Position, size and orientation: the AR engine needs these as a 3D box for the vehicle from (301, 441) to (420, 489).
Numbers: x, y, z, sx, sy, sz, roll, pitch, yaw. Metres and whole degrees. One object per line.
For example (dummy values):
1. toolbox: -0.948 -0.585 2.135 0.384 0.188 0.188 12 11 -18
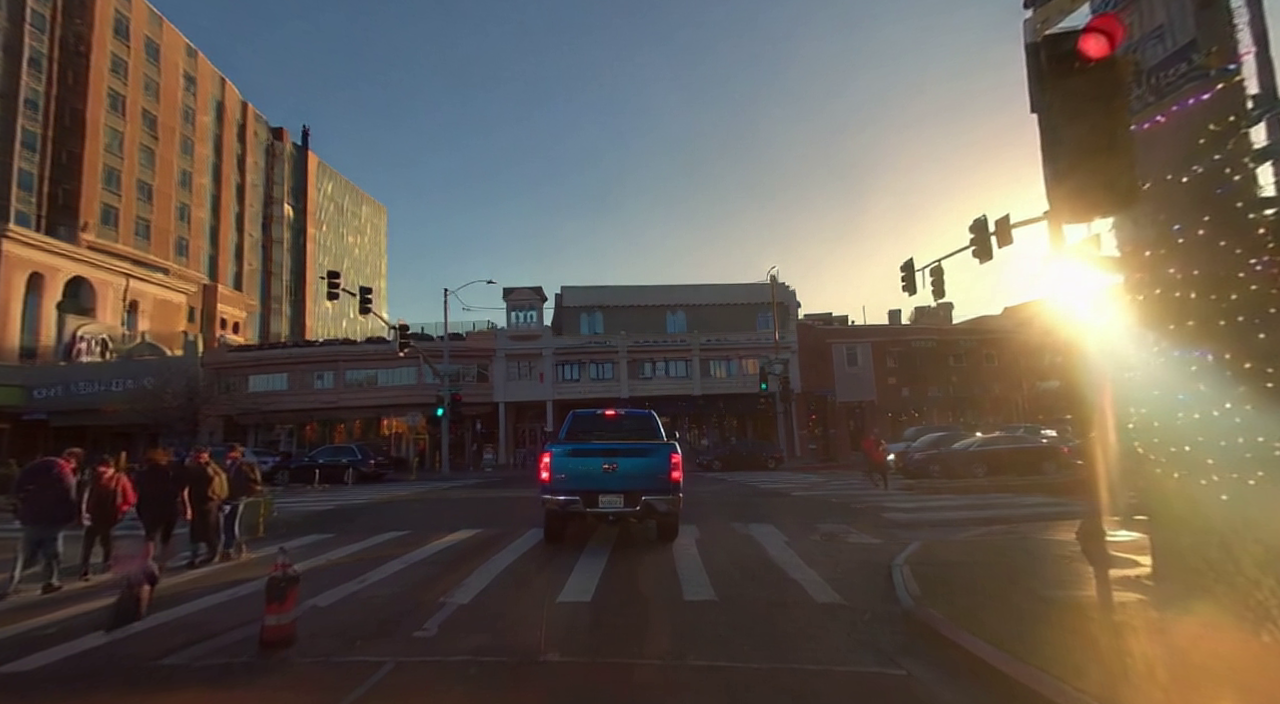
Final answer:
1. vehicle: -13.265 5.355 30.128 4.799 1.909 2.011 -3 -7 2

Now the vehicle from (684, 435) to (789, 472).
1. vehicle: 4.304 4.607 28.639 4.515 1.583 1.920 -1 -8 3

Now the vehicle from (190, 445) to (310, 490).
1. vehicle: -18.610 5.492 30.232 4.398 2.057 1.959 0 -8 -1

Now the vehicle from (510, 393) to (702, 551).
1. vehicle: -0.674 1.960 11.043 2.477 2.020 5.534 1 -8 -5

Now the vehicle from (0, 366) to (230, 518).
1. vehicle: -21.943 3.019 21.212 13.729 4.662 3.300 0 -8 0

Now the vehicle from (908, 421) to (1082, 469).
1. vehicle: 11.620 3.078 20.842 4.600 1.506 1.878 0 -8 -1
